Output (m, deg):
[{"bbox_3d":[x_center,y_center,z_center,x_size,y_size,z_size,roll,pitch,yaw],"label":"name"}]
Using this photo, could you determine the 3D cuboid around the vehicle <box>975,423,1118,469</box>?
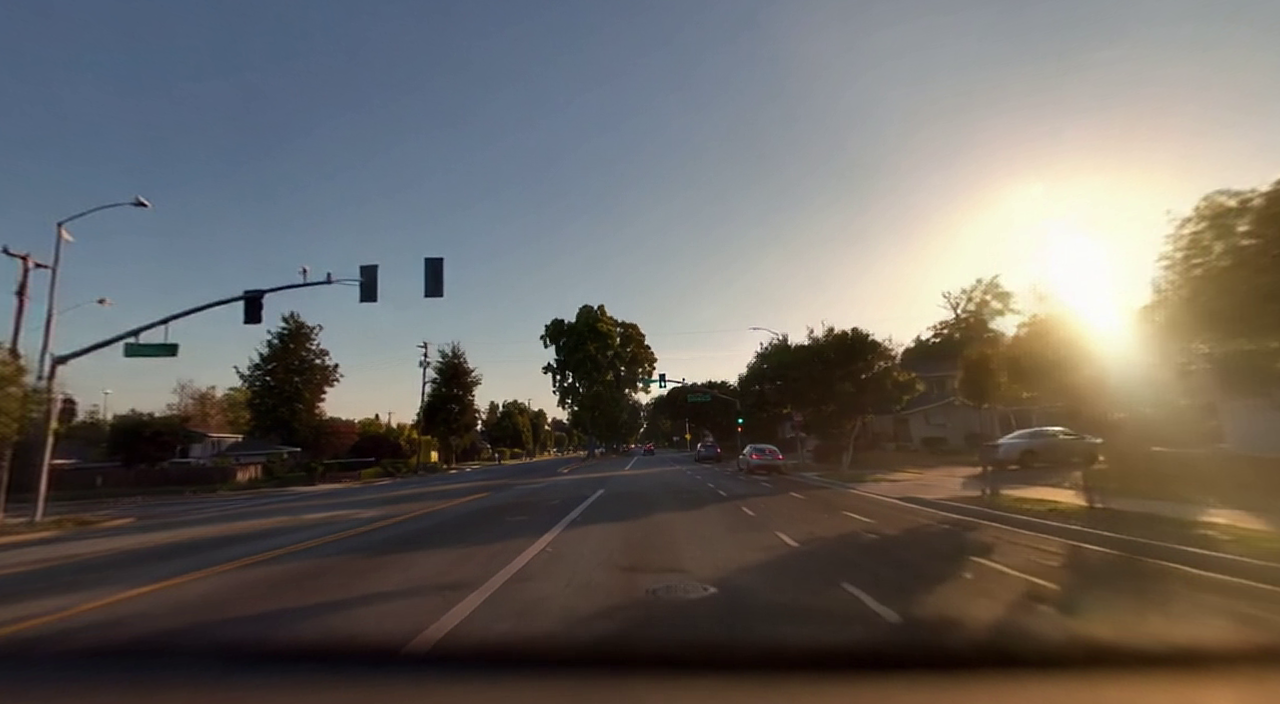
[{"bbox_3d":[14.637,3.402,22.870,3.769,1.598,1.987,0,-8,1],"label":"vehicle"}]

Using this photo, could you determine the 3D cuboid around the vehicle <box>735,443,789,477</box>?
[{"bbox_3d":[5.889,5.248,30.999,1.855,1.520,4.808,0,-8,2],"label":"vehicle"}]

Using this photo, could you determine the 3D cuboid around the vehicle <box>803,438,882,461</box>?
[{"bbox_3d":[13.111,6.328,40.983,4.461,1.461,1.805,0,-8,0],"label":"vehicle"}]
